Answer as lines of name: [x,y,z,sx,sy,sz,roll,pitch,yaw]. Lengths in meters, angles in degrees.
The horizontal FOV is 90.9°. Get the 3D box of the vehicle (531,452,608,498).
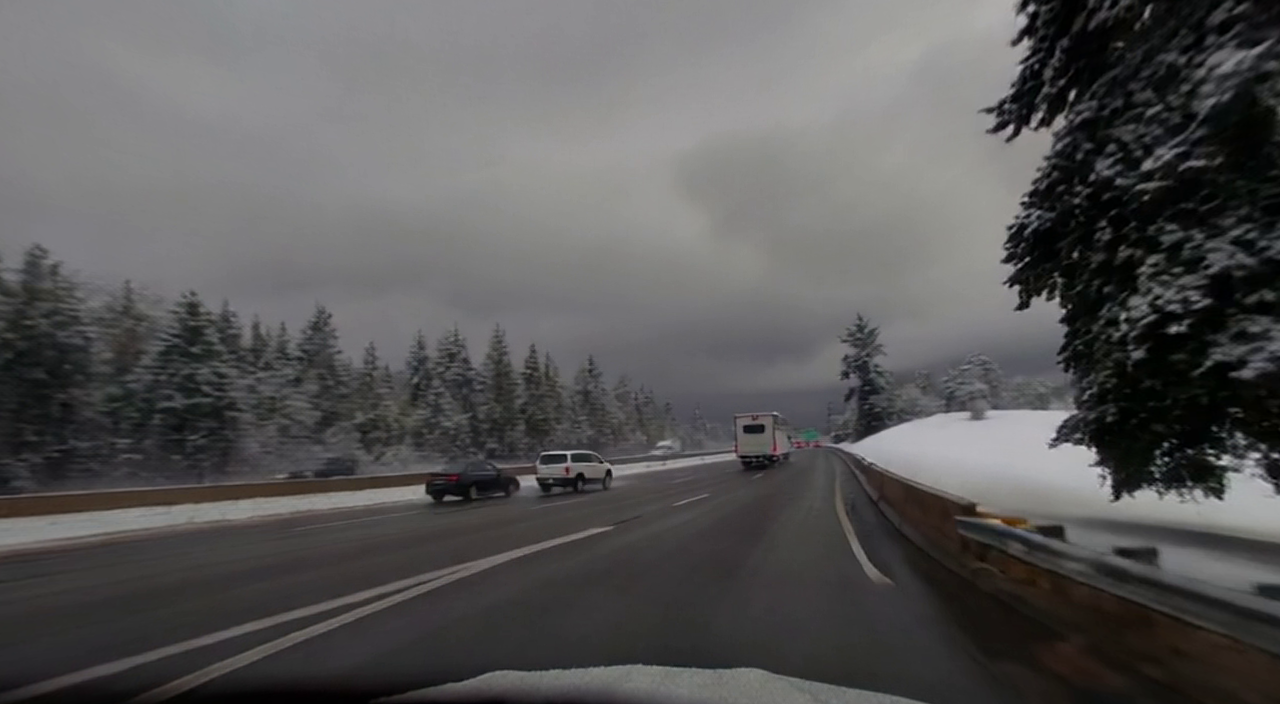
vehicle: [-2.590,4.601,23.860,1.778,1.560,3.030,-3,-9,19]

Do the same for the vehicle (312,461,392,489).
vehicle: [-15.660,6.689,34.505,1.763,1.387,3.841,-3,-9,18]

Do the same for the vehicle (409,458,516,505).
vehicle: [-6.621,4.874,24.054,1.872,1.536,4.134,-3,-9,18]
